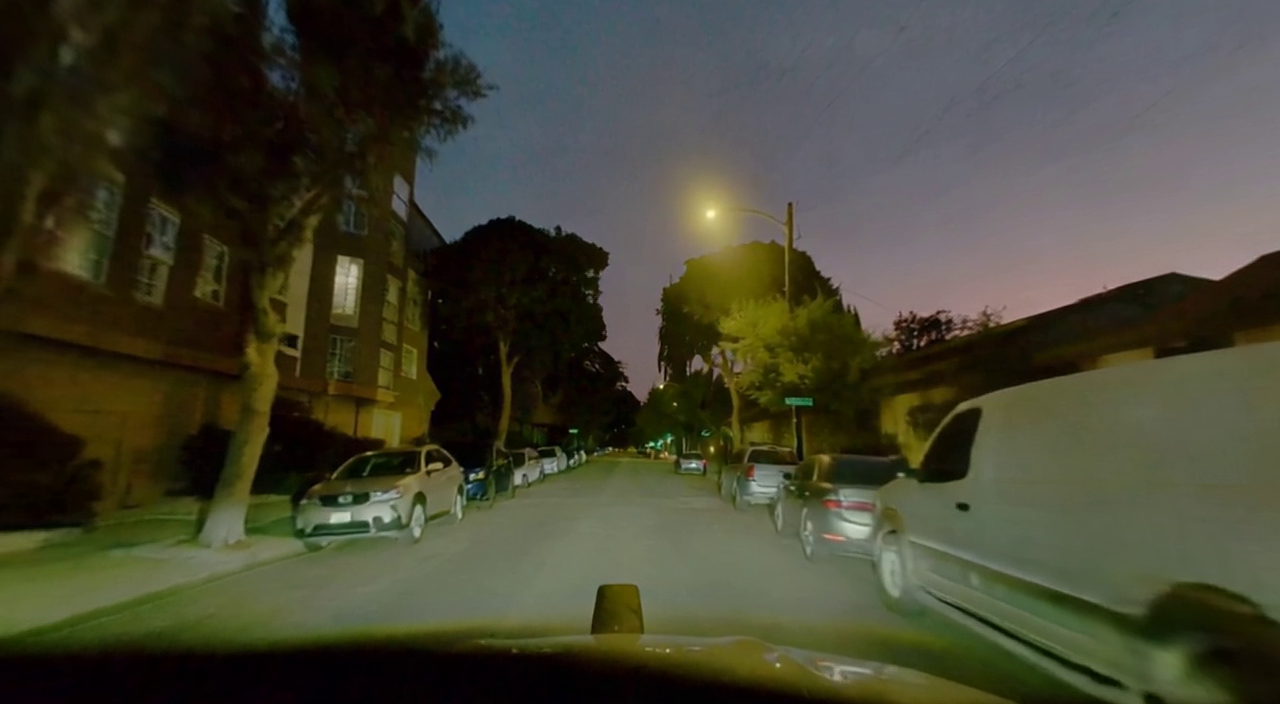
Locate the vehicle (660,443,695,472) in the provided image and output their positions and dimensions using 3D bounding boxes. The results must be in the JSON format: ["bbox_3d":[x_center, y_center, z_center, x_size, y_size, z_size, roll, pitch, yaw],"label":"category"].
[{"bbox_3d":[2.849,8.176,49.032,2.191,2.038,4.962,0,-7,-2],"label":"vehicle"}]

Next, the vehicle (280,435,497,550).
[{"bbox_3d":[-4.115,2.324,11.373,1.908,1.493,4.806,4,-8,0],"label":"vehicle"}]

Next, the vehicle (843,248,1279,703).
[{"bbox_3d":[3.016,0.938,3.659,1.993,2.129,4.893,-1,-7,0],"label":"vehicle"}]
